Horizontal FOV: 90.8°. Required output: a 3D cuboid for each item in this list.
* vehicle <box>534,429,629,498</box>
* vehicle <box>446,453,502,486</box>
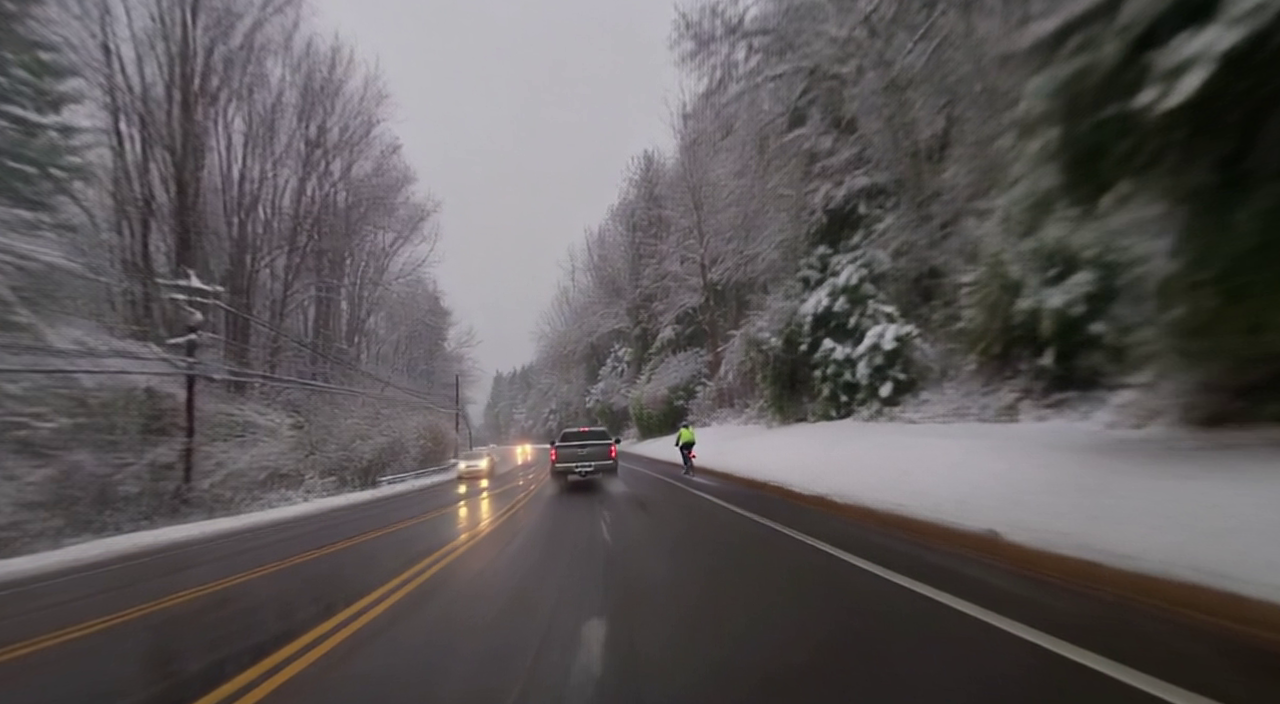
[{"bbox_3d":[-1.762,3.491,20.251,2.631,1.798,5.331,-1,-8,-3],"label":"vehicle"},{"bbox_3d":[-8.476,5.987,32.604,2.045,1.474,3.956,-1,-8,-3],"label":"vehicle"}]
